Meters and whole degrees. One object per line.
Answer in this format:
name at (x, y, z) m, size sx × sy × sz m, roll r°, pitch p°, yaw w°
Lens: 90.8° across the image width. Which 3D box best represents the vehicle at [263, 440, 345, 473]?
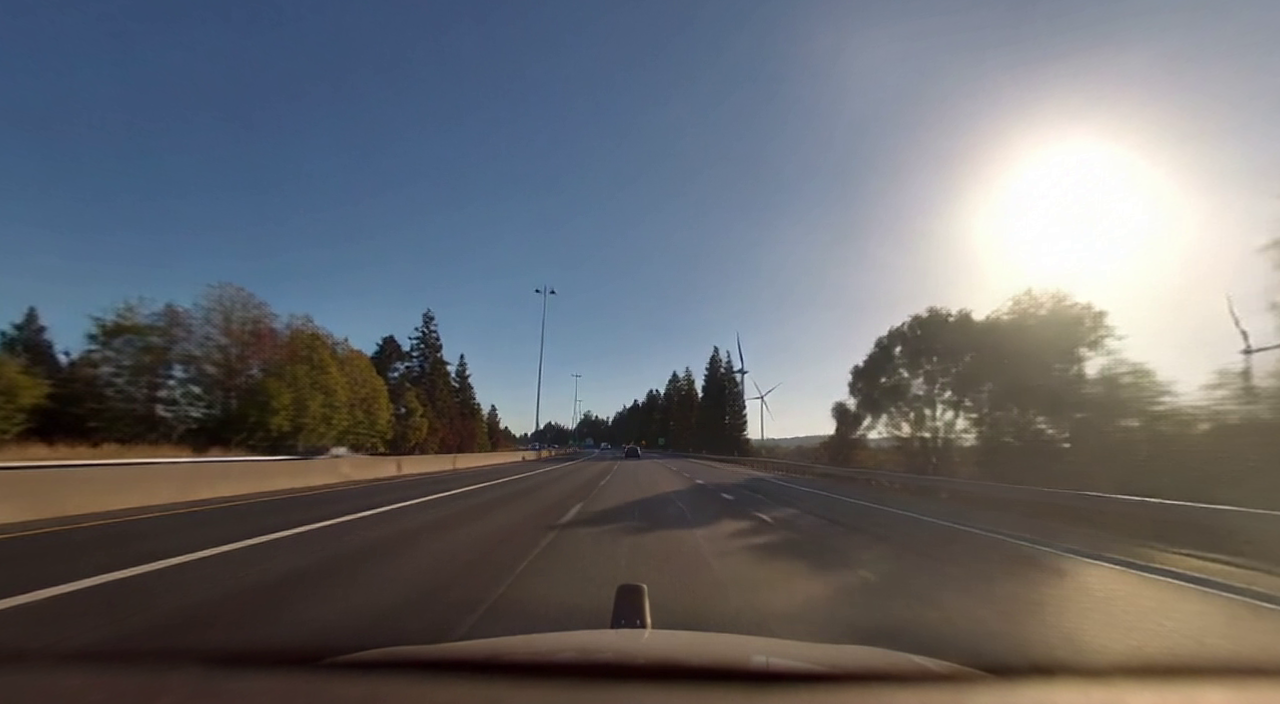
vehicle at (-16.714, 5.220, 31.637) m, size 1.887 × 1.505 × 4.059 m, roll 0°, pitch -9°, yaw 0°
